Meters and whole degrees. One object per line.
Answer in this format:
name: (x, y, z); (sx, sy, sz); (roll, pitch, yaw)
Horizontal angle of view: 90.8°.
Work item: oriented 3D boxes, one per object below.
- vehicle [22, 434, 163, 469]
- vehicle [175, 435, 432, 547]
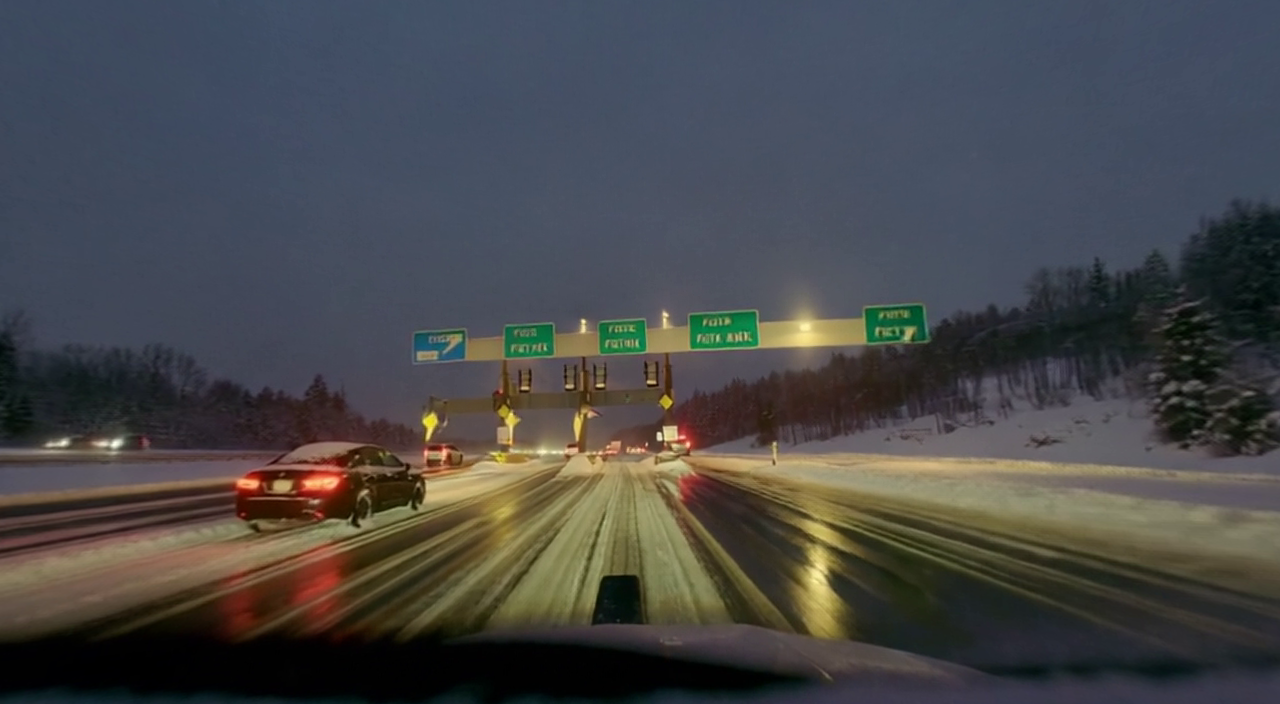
vehicle: (-29.979, 5.446, 34.743); (5.430, 1.835, 2.267); (1, -9, -4)
vehicle: (-5.192, 2.176, 10.603); (1.981, 1.465, 4.334); (0, -8, -1)
